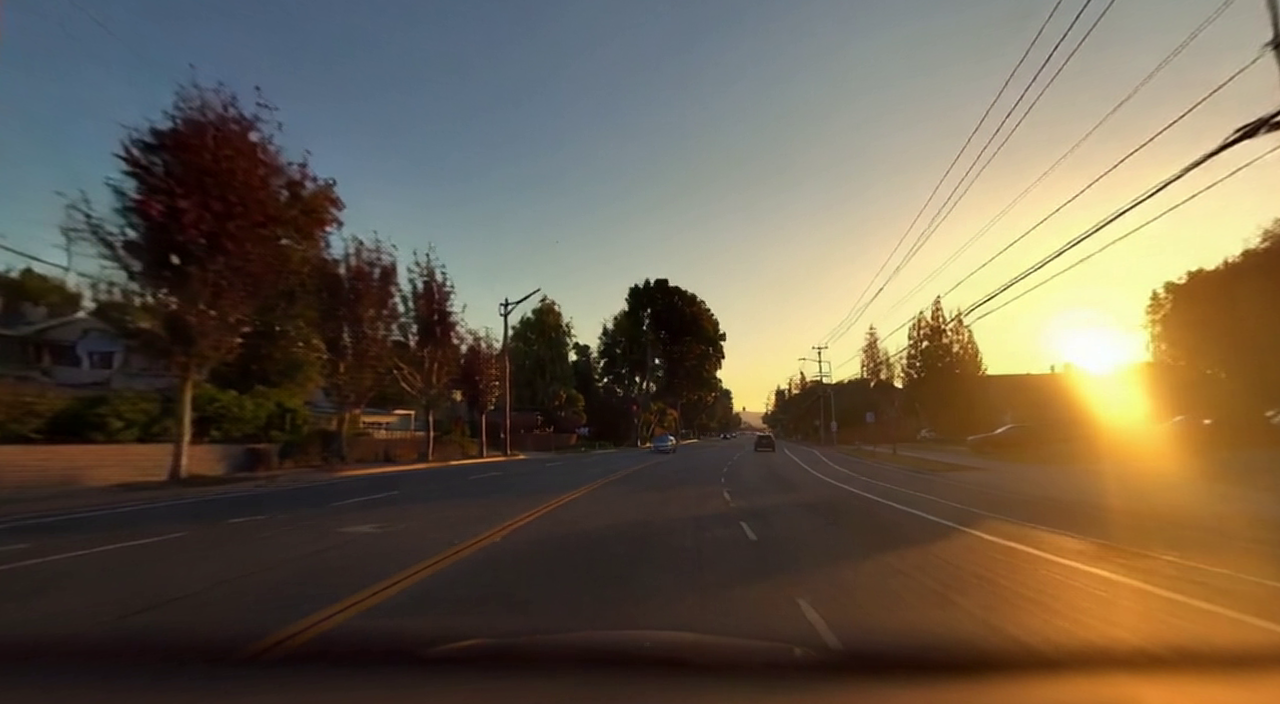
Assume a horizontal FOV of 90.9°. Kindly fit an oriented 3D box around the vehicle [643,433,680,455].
[{"bbox_3d":[1.609,6.635,45.527,1.974,1.479,4.392,-2,-9,12],"label":"vehicle"}]

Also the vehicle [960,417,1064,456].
[{"bbox_3d":[20.826,4.766,35.350,4.687,1.805,2.130,-10,-12,34],"label":"vehicle"}]

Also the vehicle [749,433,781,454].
[{"bbox_3d":[9.017,6.640,45.694,1.982,1.451,4.152,-1,-9,7],"label":"vehicle"}]
